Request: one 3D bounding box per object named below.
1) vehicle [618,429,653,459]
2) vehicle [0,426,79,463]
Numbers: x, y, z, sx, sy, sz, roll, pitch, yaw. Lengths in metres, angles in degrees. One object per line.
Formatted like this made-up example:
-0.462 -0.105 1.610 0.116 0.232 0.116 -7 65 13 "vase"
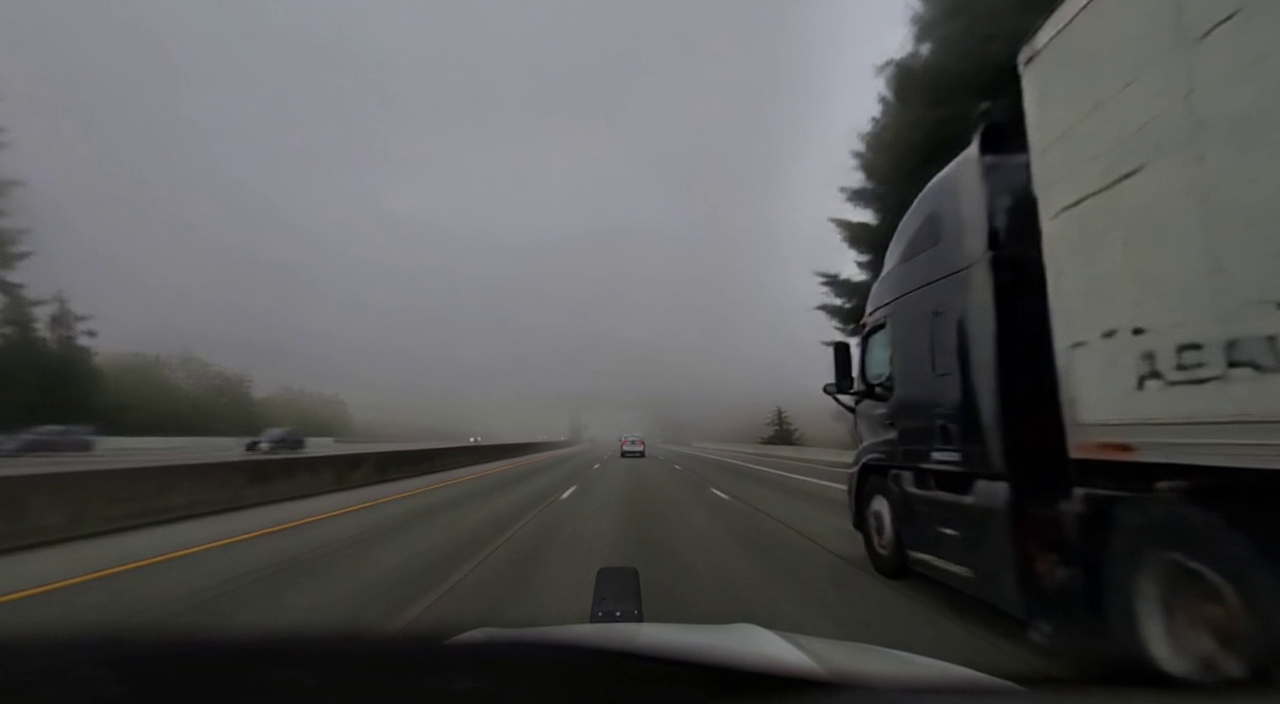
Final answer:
-0.349 6.213 42.553 2.277 1.913 4.510 0 -8 -2 "vehicle"
-26.174 3.860 26.370 1.717 1.460 3.939 0 -8 -1 "vehicle"
